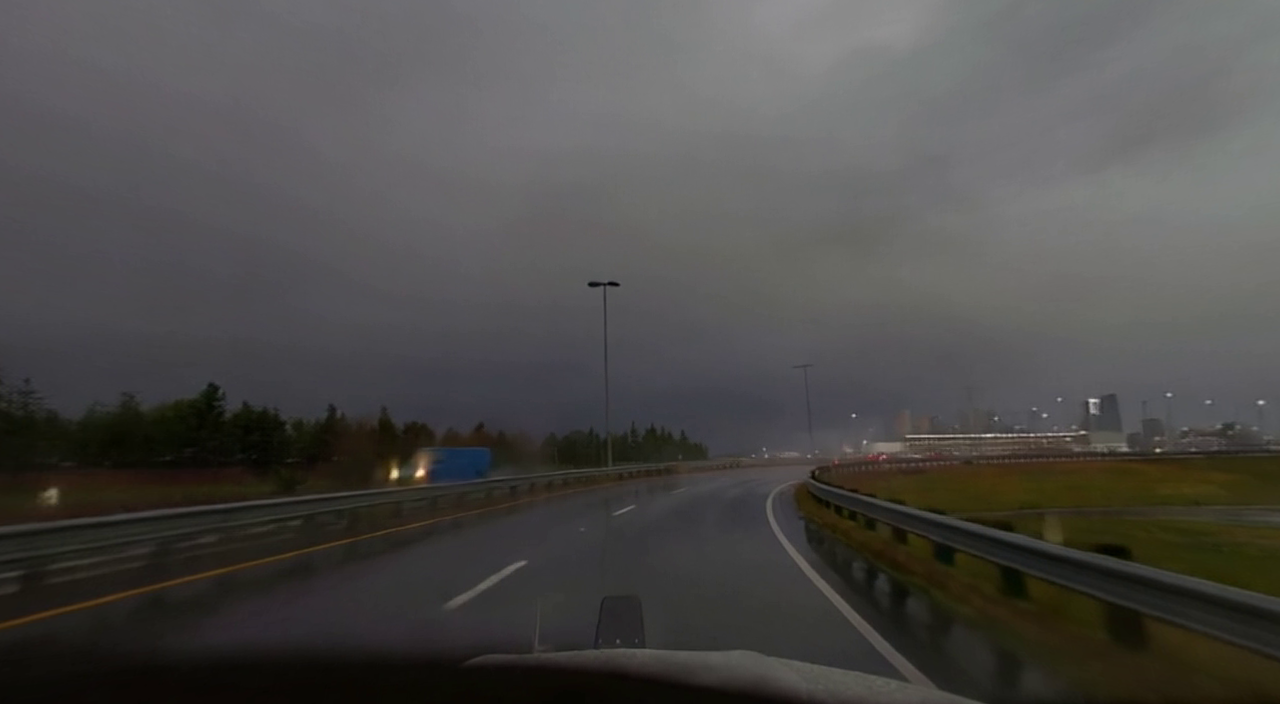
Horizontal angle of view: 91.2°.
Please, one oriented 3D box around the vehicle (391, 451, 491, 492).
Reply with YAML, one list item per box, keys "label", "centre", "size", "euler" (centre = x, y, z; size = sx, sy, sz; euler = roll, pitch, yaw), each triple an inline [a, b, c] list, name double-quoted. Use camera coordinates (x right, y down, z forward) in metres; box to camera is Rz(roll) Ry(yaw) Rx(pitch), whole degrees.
- label: "vehicle"
  centre: [-8.915, 5.366, 28.597]
  size: [2.009, 1.707, 4.571]
  euler: [-3, -9, 18]
